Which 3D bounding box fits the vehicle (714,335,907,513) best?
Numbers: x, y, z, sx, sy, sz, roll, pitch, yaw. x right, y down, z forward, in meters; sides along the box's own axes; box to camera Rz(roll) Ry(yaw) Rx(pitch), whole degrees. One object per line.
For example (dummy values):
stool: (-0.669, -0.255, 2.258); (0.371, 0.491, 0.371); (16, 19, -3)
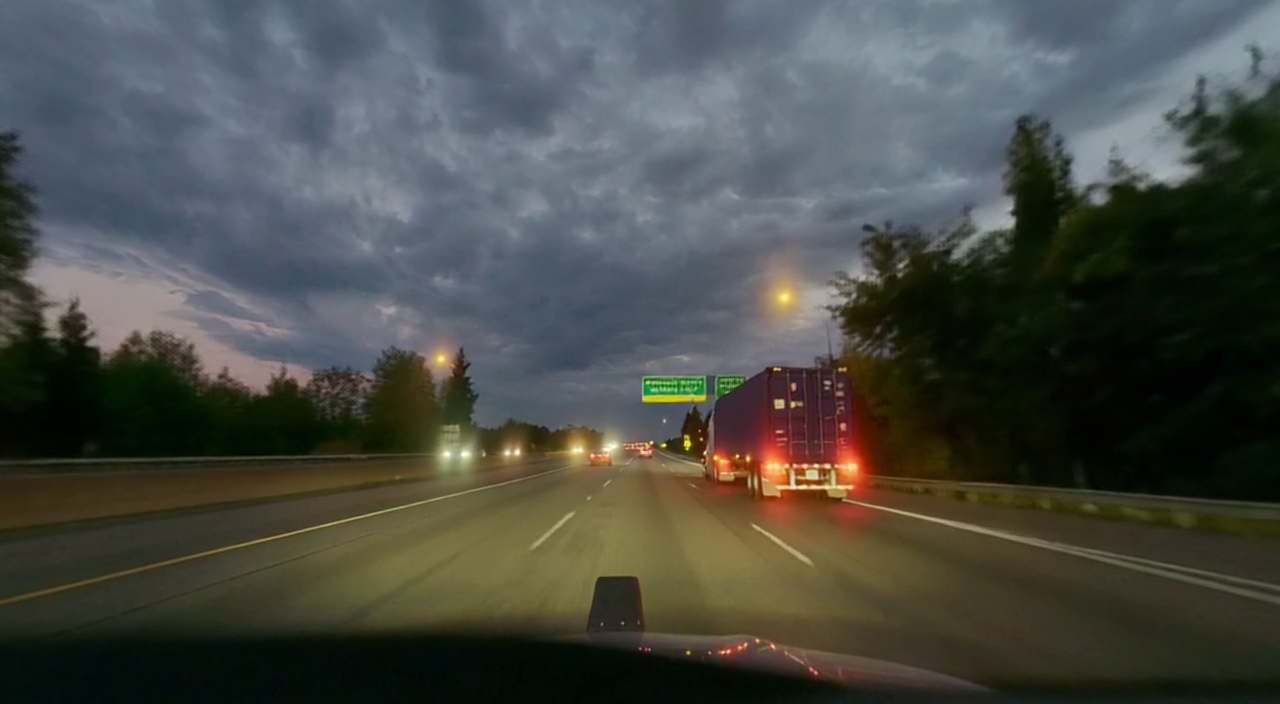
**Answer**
vehicle: (4.595, 2.612, 20.799); (2.821, 4.046, 12.876); (0, -9, 0)
